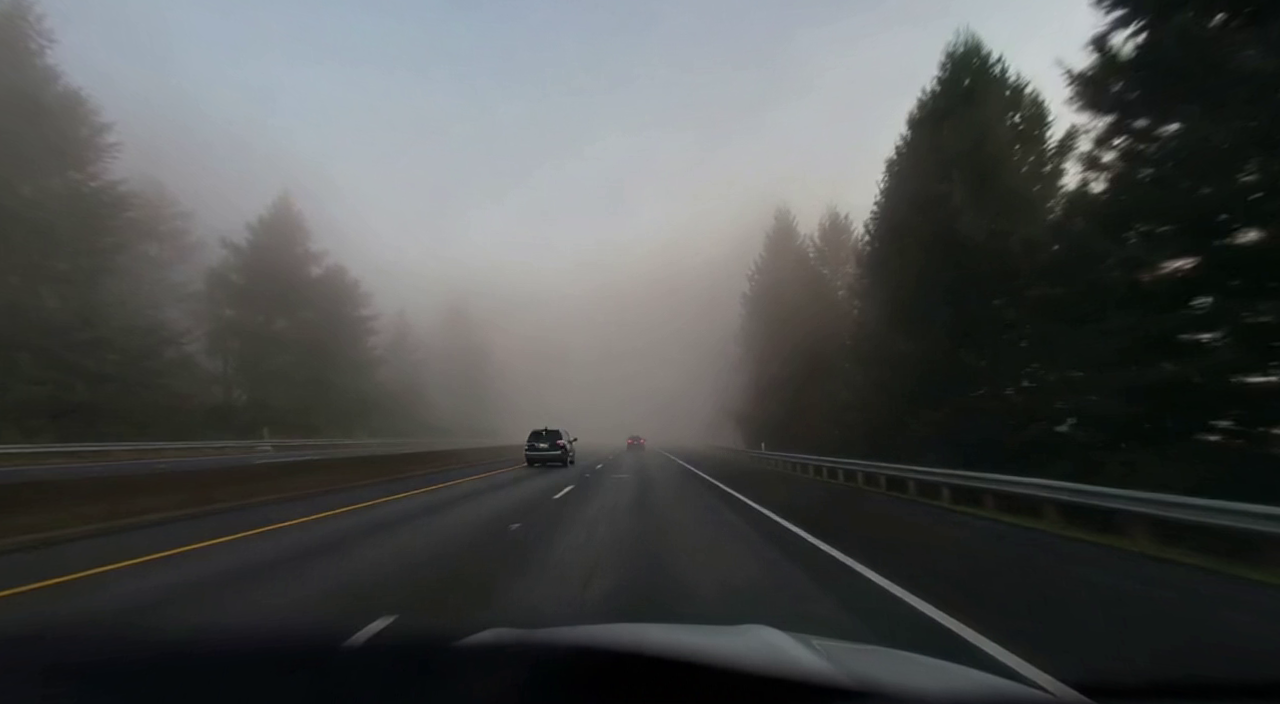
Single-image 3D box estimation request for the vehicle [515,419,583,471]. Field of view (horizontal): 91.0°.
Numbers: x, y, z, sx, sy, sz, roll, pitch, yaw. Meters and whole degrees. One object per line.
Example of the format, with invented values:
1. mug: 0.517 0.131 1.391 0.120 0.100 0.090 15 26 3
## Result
1. vehicle: -3.826 4.008 27.313 2.241 2.034 4.890 0 -8 0
